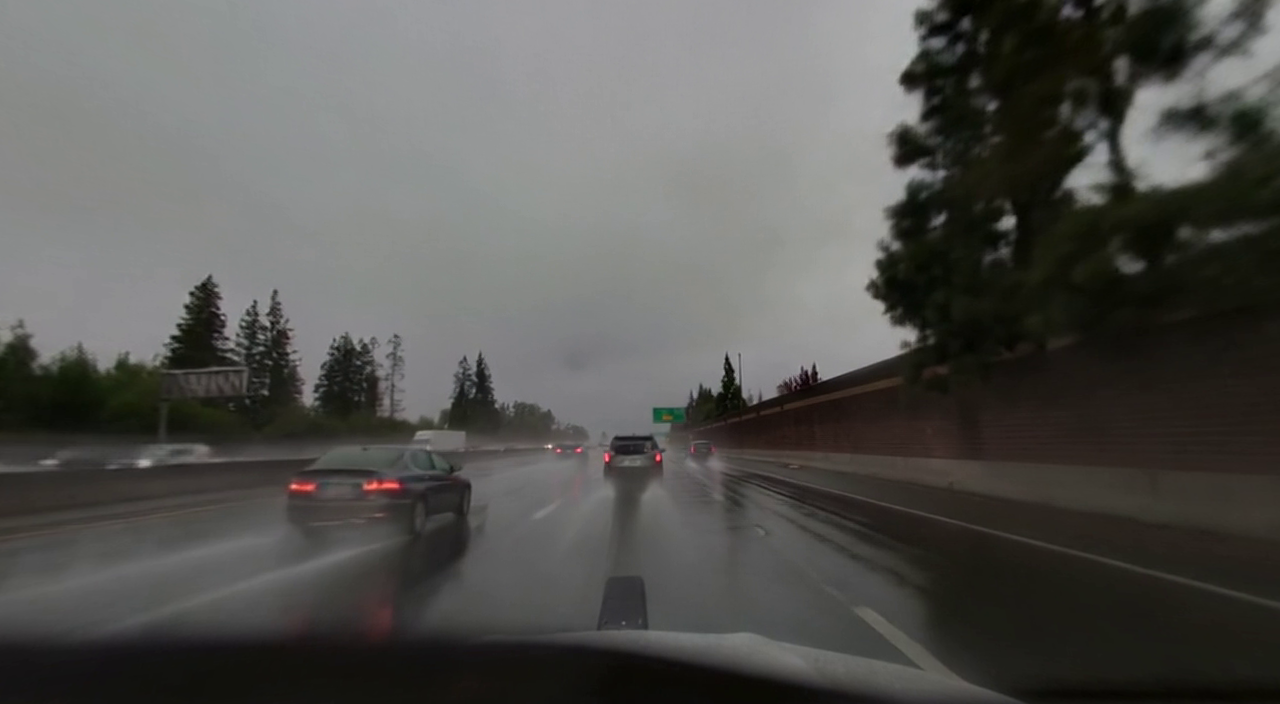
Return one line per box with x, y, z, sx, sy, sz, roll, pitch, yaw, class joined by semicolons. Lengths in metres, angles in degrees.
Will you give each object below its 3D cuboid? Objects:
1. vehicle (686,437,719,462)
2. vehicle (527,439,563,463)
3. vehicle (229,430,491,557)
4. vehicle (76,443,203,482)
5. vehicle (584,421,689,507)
4.744;7.538;48.674;2.017;1.847;4.299;0;-9;-1;vehicle
-7.136;7.515;47.788;2.024;1.706;4.249;0;-9;1;vehicle
-3.738;1.955;9.421;1.967;1.442;4.143;0;-9;1;vehicle
-21.198;4.673;26.994;1.860;1.503;4.271;0;-9;1;vehicle
-0.078;2.707;15.630;2.233;1.804;4.273;0;-9;0;vehicle
